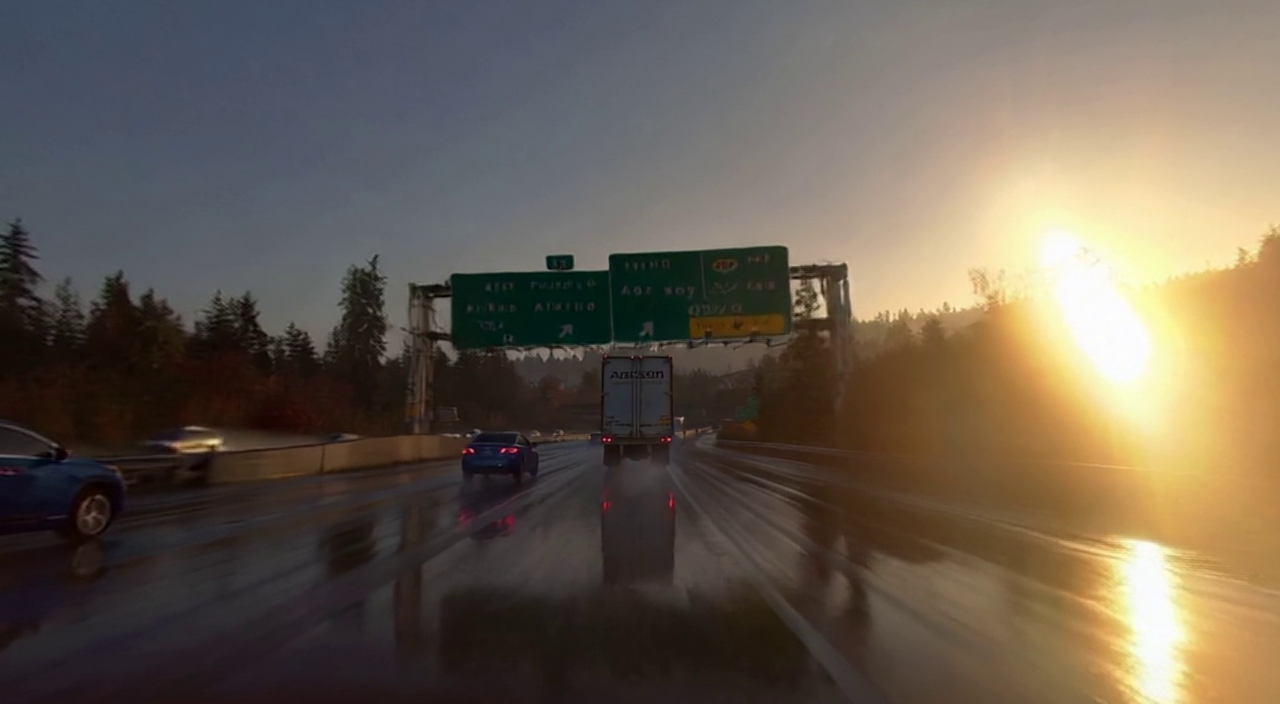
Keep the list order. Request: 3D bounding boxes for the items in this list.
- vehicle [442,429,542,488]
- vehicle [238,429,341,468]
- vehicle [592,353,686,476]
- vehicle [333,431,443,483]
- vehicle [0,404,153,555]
[{"bbox_3d":[-4.097,2.993,18.113,1.933,1.492,3.838,0,-8,0],"label":"vehicle"},{"bbox_3d":[-16.236,4.501,29.490,1.985,1.617,4.870,-2,-8,1],"label":"vehicle"},{"bbox_3d":[-0.176,2.789,26.404,3.118,4.106,10.719,0,-8,-2],"label":"vehicle"},{"bbox_3d":[-8.084,3.375,20.611,1.943,1.500,4.011,0,-8,-1],"label":"vehicle"},{"bbox_3d":[-8.081,1.426,7.038,1.990,1.654,4.129,0,-8,-1],"label":"vehicle"}]
